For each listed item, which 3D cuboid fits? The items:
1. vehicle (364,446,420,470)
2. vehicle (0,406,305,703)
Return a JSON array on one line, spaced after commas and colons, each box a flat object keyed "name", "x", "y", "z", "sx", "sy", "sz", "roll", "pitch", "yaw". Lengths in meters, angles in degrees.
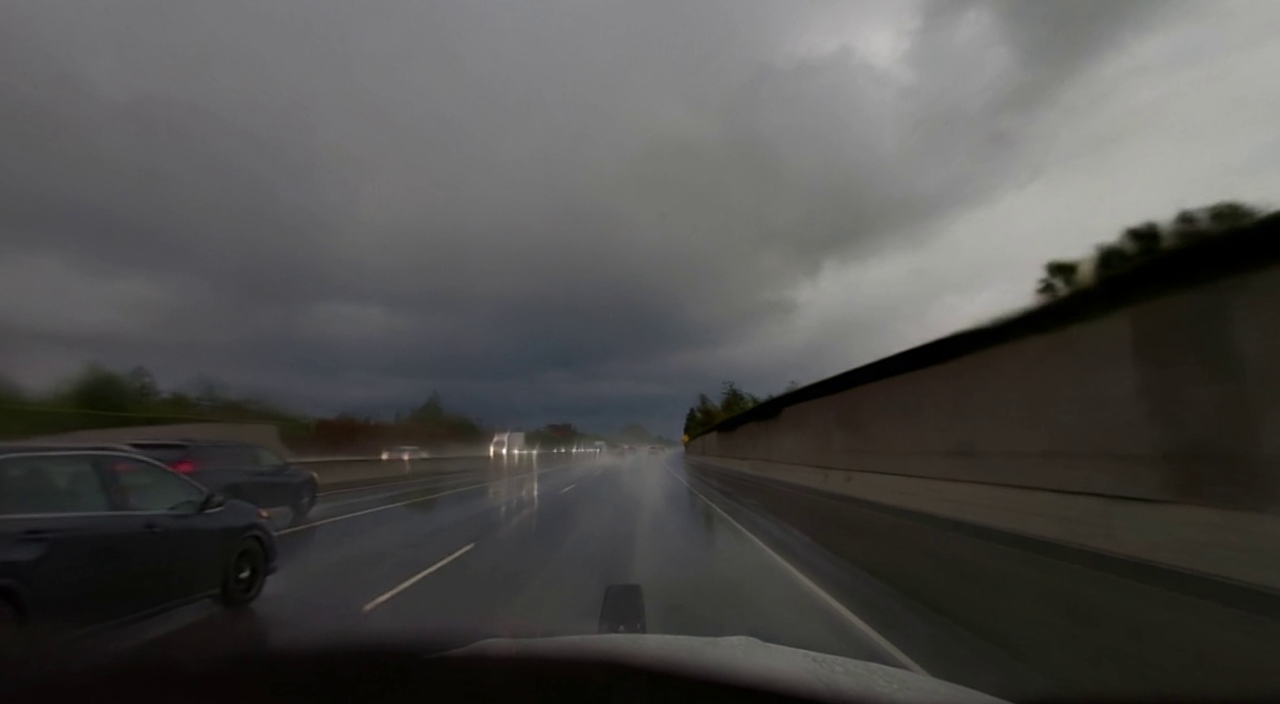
[{"name": "vehicle", "x": -17.456, "y": 7.465, "z": 44.620, "sx": 1.965, "sy": 1.552, "sz": 4.575, "roll": -1, "pitch": -9, "yaw": 2}, {"name": "vehicle", "x": -3.804, "y": 1.115, "z": 3.497, "sx": 1.991, "sy": 1.507, "sz": 3.391, "roll": 0, "pitch": -9, "yaw": 0}]
